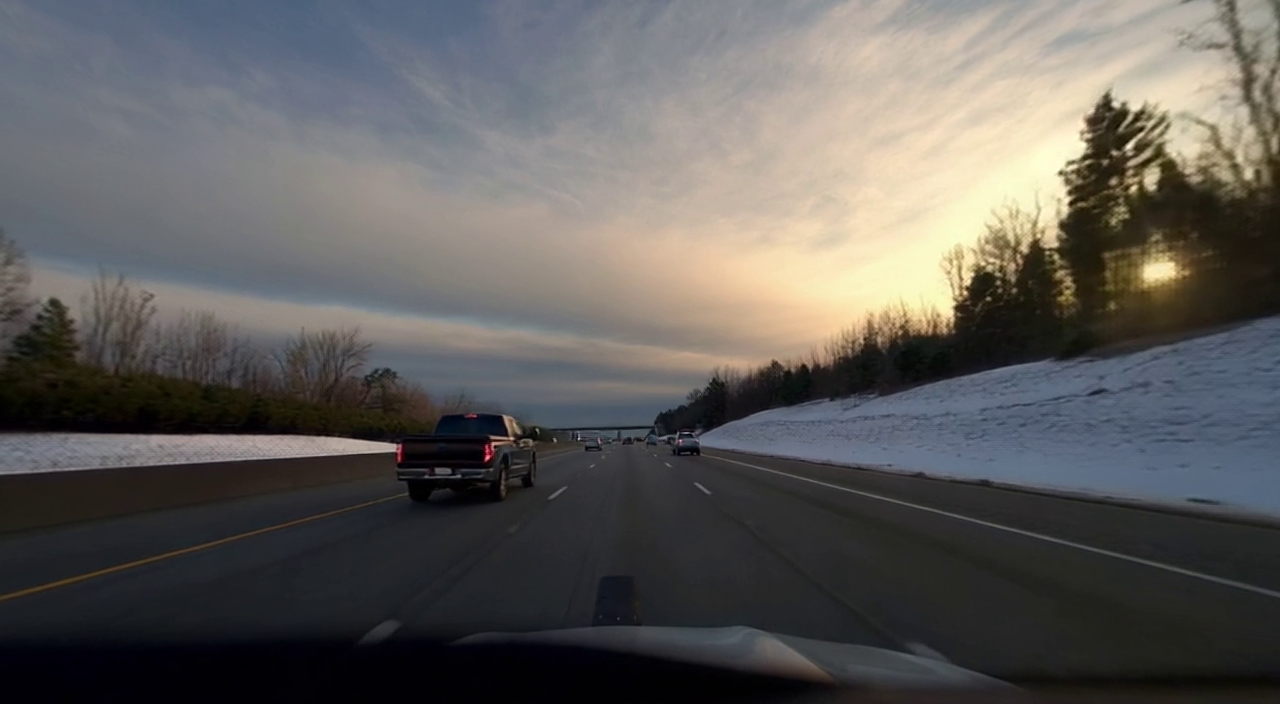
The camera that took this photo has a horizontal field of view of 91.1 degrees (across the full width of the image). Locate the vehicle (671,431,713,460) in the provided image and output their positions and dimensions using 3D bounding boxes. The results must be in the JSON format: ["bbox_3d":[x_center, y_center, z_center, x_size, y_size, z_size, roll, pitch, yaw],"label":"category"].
[{"bbox_3d":[3.165,5.790,39.085,2.124,1.696,4.173,0,-8,-2],"label":"vehicle"}]

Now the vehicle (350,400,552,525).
[{"bbox_3d":[-3.043,1.903,11.402,2.185,1.772,4.656,0,-8,0],"label":"vehicle"}]
